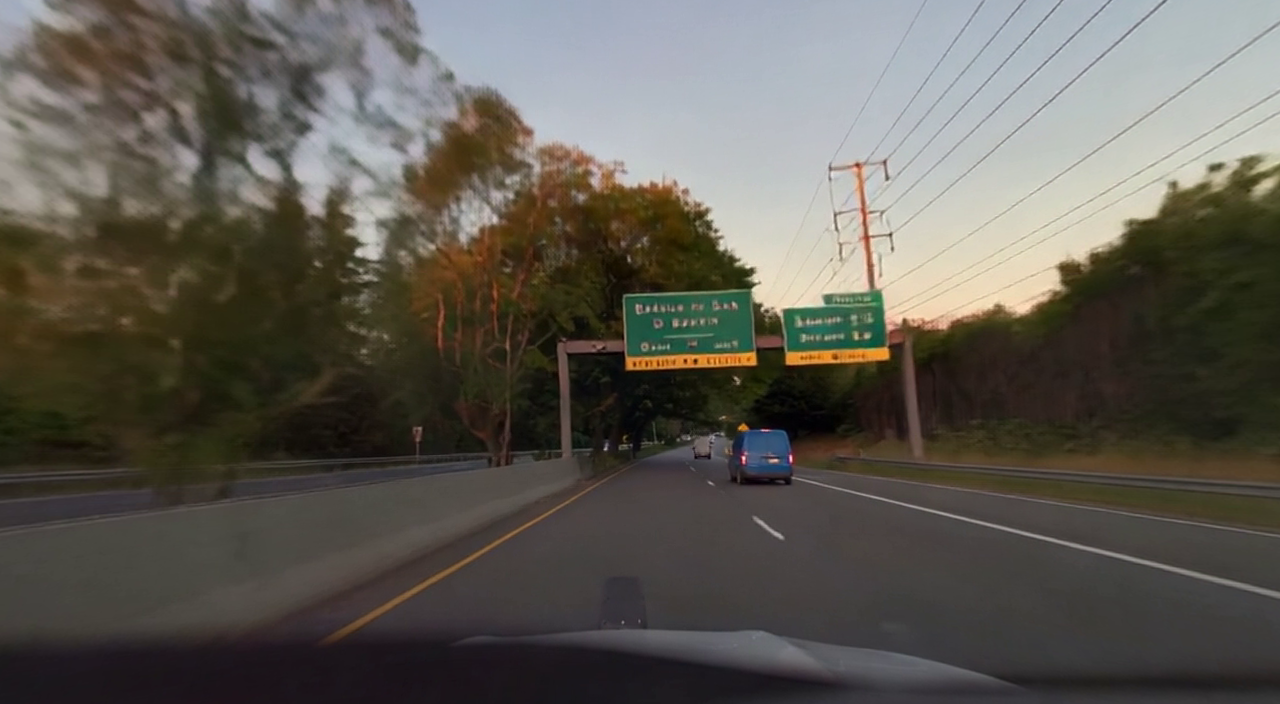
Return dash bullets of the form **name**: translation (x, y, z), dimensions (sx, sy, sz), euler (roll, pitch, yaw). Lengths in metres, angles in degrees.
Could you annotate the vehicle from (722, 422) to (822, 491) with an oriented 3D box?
- **vehicle**: translation (4.148, 3.428, 20.795), dimensions (2.261, 1.969, 5.104), euler (0, -9, 1)
